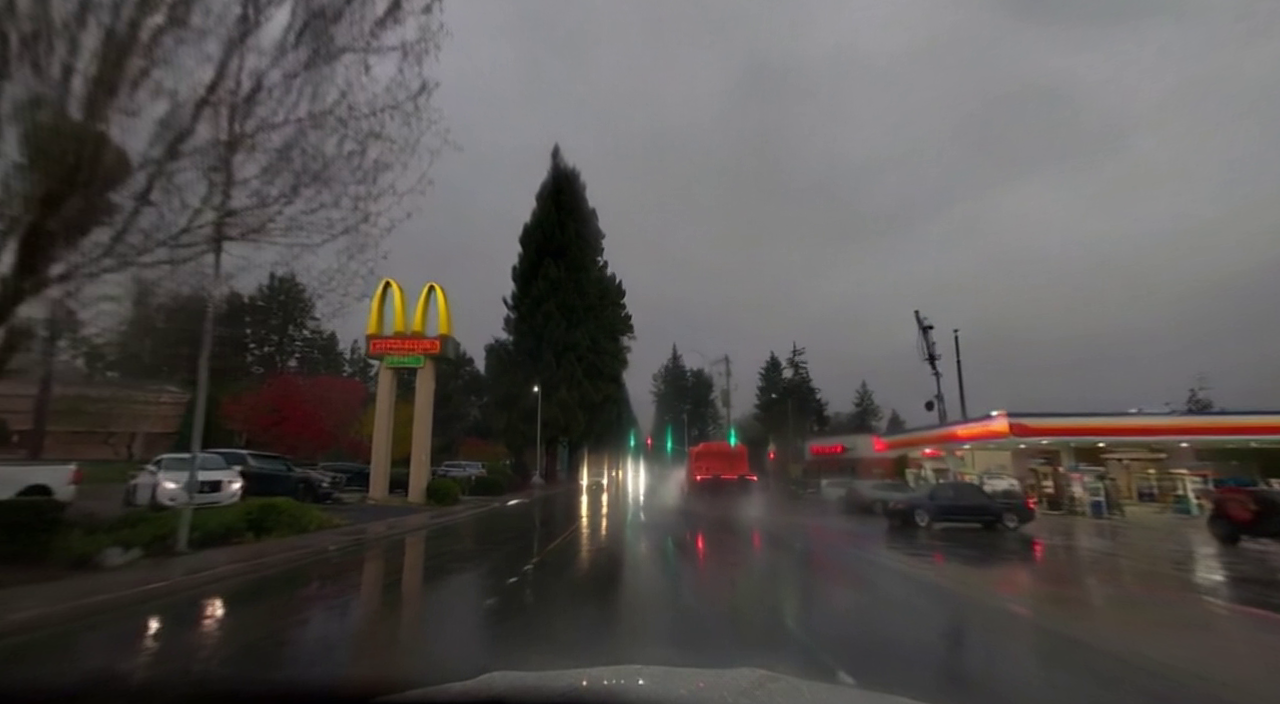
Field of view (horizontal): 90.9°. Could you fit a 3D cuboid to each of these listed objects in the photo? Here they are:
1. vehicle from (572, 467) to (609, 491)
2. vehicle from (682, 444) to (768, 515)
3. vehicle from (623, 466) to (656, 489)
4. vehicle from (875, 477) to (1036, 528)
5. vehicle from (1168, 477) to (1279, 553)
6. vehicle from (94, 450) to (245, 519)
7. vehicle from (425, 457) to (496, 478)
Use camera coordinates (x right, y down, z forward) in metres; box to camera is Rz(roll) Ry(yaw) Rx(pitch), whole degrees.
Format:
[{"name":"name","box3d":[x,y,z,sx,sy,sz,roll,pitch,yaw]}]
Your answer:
[{"name":"vehicle","box3d":[-3.245,8.434,41.951,1.999,1.467,4.256,0,-10,1]},{"name":"vehicle","box3d":[2.698,4.278,21.407,2.153,2.074,5.188,1,-10,-1]},{"name":"vehicle","box3d":[0.008,8.618,43.375,1.993,1.454,3.810,0,-10,4]},{"name":"vehicle","box3d":[9.899,4.738,20.020,4.123,1.446,1.807,1,-10,-1]},{"name":"vehicle","box3d":[15.393,3.865,15.105,2.096,1.611,3.912,0,-10,3]},{"name":"vehicle","box3d":[-12.290,3.419,16.517,2.871,1.604,1.710,10,-14,-41]},{"name":"vehicle","box3d":[-13.360,8.619,47.106,4.677,1.478,1.904,0,-10,4]}]
